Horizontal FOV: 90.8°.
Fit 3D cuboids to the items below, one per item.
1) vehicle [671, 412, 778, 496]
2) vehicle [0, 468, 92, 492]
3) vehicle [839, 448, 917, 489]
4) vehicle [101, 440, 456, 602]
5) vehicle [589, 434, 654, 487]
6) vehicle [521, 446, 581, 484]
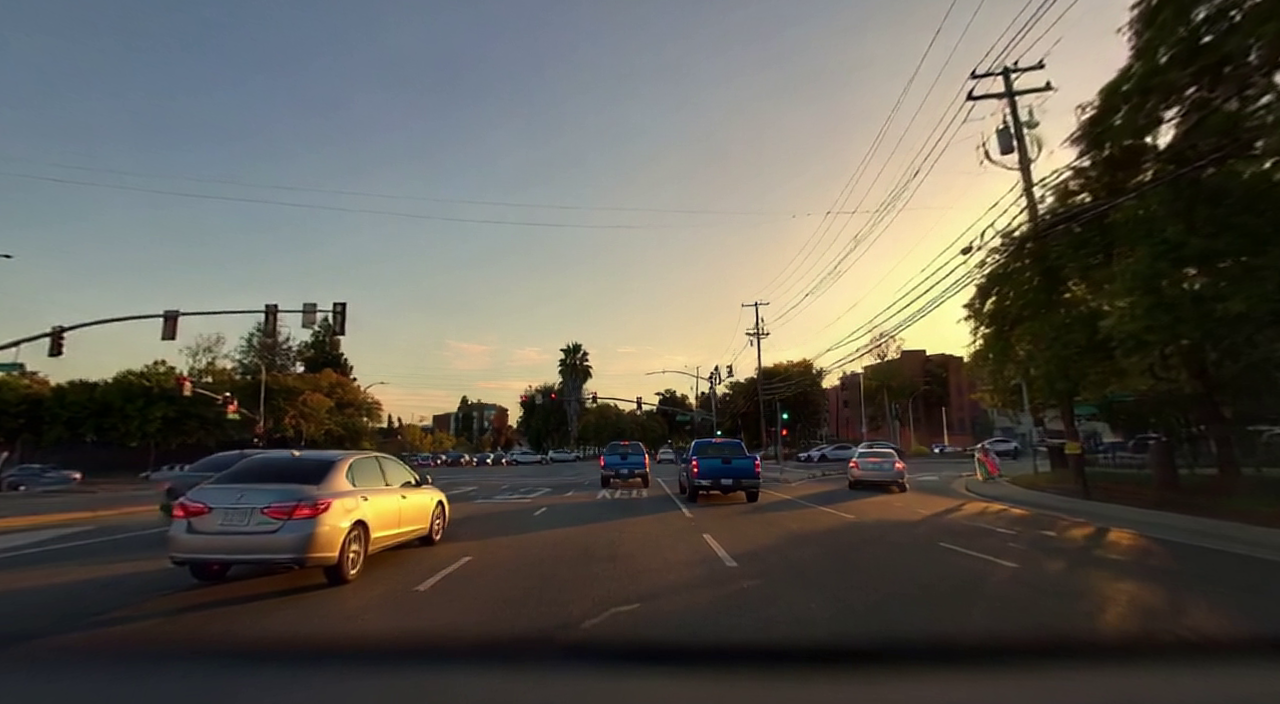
[{"bbox_3d":[2.834,3.756,23.493,2.905,2.636,6.895,0,-9,-1],"label":"vehicle"},{"bbox_3d":[-39.751,8.532,42.207,4.309,1.411,1.906,1,-9,-7],"label":"vehicle"},{"bbox_3d":[9.312,4.557,25.055,2.212,1.466,4.126,-2,-9,11],"label":"vehicle"},{"bbox_3d":[-4.047,1.929,8.219,1.939,1.494,4.499,0,-9,0],"label":"vehicle"},{"bbox_3d":[-0.721,4.901,28.829,2.643,2.145,5.585,0,-9,1],"label":"vehicle"},{"bbox_3d":[-4.354,5.597,31.648,2.273,1.749,4.385,0,-9,1],"label":"vehicle"}]
